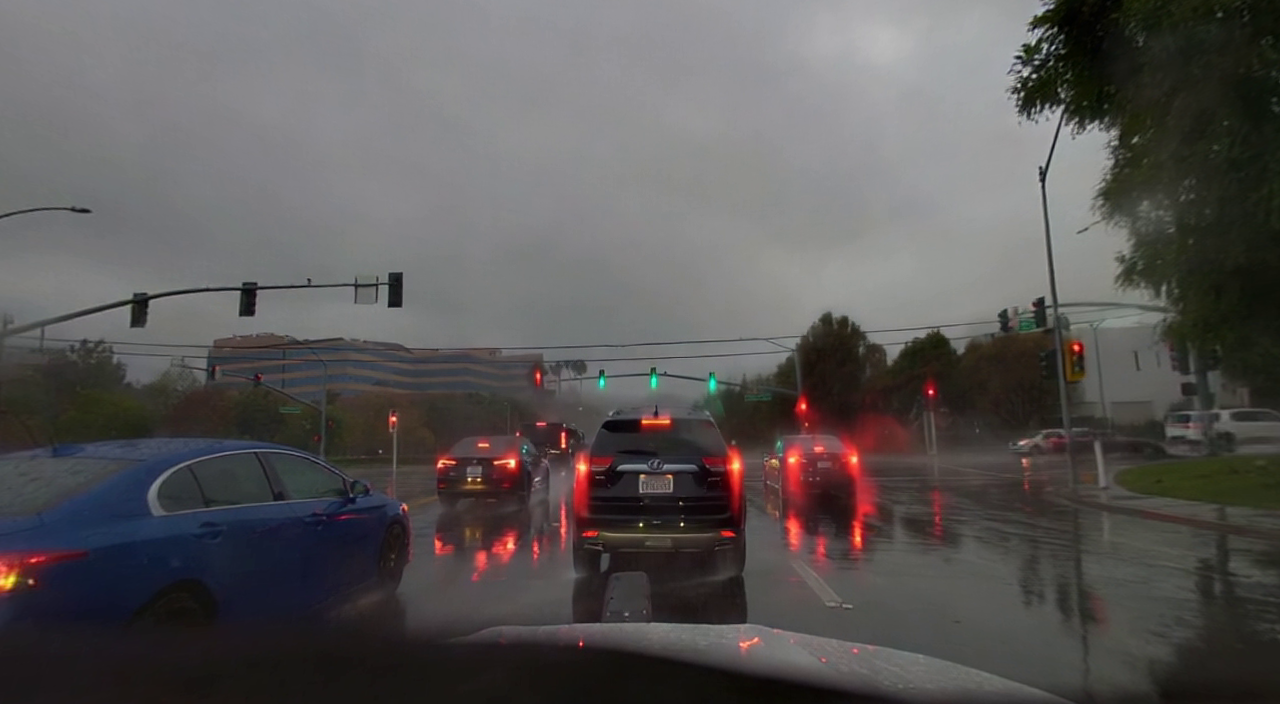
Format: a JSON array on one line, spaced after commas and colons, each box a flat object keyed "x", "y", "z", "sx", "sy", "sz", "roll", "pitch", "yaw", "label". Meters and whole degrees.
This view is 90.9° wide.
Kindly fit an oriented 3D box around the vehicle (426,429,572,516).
[{"x": -2.682, "y": 2.393, "z": 13.059, "sx": 1.851, "sy": 1.502, "sz": 4.042, "roll": 0, "pitch": -8, "yaw": 4, "label": "vehicle"}]

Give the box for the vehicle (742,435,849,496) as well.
[{"x": 4.104, "y": 3.057, "z": 17.348, "sx": 1.979, "sy": 1.453, "sz": 4.011, "roll": 0, "pitch": -8, "yaw": 1, "label": "vehicle"}]

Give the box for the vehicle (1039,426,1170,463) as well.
[{"x": 20.714, "y": 4.144, "z": 28.326, "sx": 4.026, "sy": 1.573, "sz": 2.271, "roll": -1, "pitch": -8, "yaw": 8, "label": "vehicle"}]

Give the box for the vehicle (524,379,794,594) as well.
[{"x": 0.214, "y": 1.464, "z": 7.652, "sx": 2.300, "sy": 1.832, "sz": 4.331, "roll": 0, "pitch": -8, "yaw": 2, "label": "vehicle"}]

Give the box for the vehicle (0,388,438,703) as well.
[{"x": -3.220, "y": 1.193, "z": 4.401, "sx": 1.958, "sy": 1.494, "sz": 4.624, "roll": 0, "pitch": -8, "yaw": 2, "label": "vehicle"}]

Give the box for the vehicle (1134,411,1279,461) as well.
[{"x": 26.477, "y": 3.639, "z": 27.690, "sx": 6.879, "sy": 1.984, "sz": 2.808, "roll": -2, "pitch": -7, "yaw": 5, "label": "vehicle"}]
